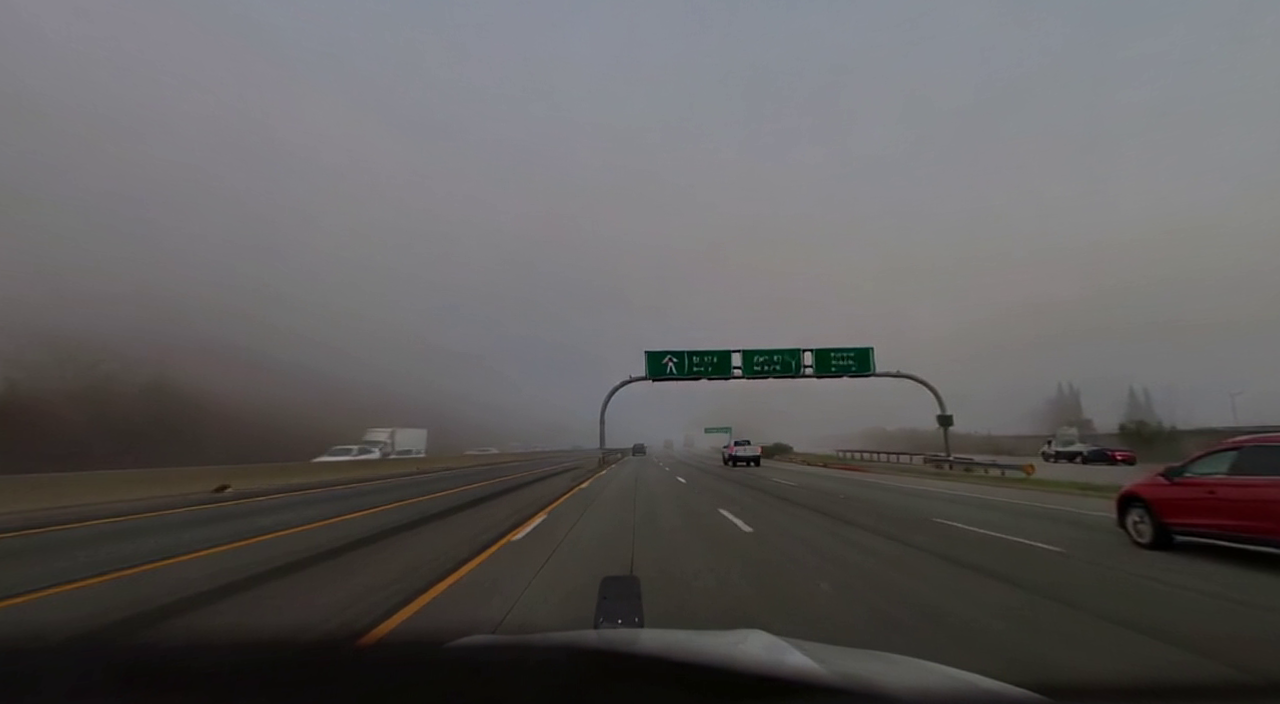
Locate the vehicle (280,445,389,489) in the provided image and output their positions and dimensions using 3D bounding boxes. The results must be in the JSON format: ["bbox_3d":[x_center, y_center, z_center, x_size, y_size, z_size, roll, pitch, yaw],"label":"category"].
[{"bbox_3d":[-12.275,4.623,25.725,1.946,1.614,4.913,0,-8,0],"label":"vehicle"}]

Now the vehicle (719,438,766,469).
[{"bbox_3d":[5.916,5.901,36.642,2.035,1.704,3.867,0,-8,0],"label":"vehicle"}]

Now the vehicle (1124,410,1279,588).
[{"bbox_3d":[6.845,1.287,5.374,1.902,1.623,4.360,0,-8,0],"label":"vehicle"}]

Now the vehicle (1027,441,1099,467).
[{"bbox_3d":[28.260,6.792,42.258,1.961,1.641,4.335,-1,-8,3],"label":"vehicle"}]
